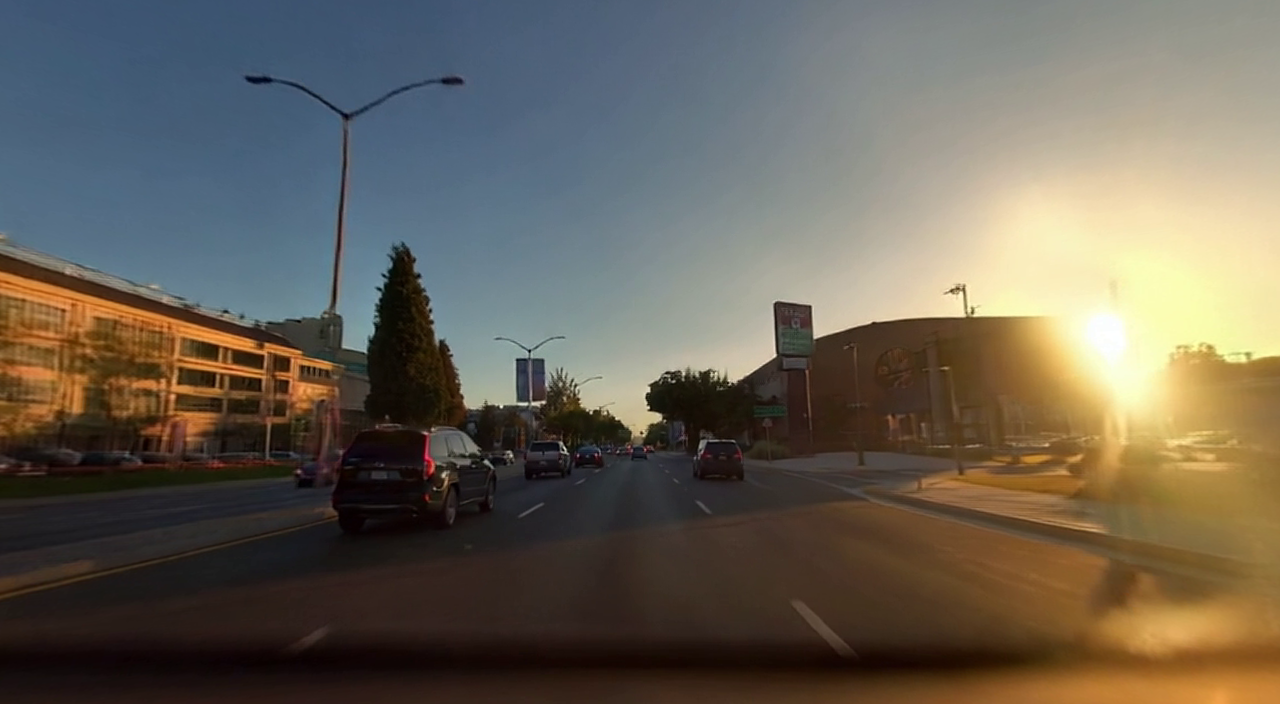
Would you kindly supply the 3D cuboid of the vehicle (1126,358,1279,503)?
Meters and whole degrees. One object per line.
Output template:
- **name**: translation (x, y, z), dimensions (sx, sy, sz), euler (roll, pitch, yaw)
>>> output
- **vehicle**: translation (15.753, 1.792, 14.287), dimensions (2.642, 3.252, 8.515), euler (0, -8, 1)

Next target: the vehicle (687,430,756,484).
- **vehicle**: translation (3.082, 4.081, 24.673), dimensions (2.024, 1.921, 4.431), euler (0, -9, -1)

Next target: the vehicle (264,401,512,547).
- **vehicle**: translation (-3.852, 1.982, 10.818), dimensions (2.210, 1.925, 4.838), euler (0, -9, 0)

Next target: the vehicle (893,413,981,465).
- **vehicle**: translation (21.745, 6.480, 46.426), dimensions (2.758, 3.509, 7.034), euler (0, -9, -2)

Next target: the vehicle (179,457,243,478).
- **vehicle**: translation (-31.164, 8.403, 45.650), dimensions (3.686, 1.382, 1.629), euler (6, -11, -36)

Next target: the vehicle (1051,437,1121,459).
- **vehicle**: translation (30.638, 6.613, 43.259), dimensions (1.735, 1.478, 4.040), euler (0, -9, -2)

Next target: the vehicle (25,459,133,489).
- **vehicle**: translation (-31.111, 6.734, 35.004), dimensions (4.266, 1.457, 1.832), euler (7, -11, -39)

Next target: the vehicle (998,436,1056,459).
- **vehicle**: translation (30.108, 7.450, 48.981), dimensions (1.830, 1.651, 3.967), euler (0, -8, -2)

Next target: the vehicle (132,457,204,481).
- **vehicle**: translation (-31.251, 7.732, 41.684), dimensions (3.607, 1.428, 1.639), euler (6, -10, -33)

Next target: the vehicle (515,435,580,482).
- **vehicle**: translation (-3.773, 4.424, 26.364), dimensions (2.014, 1.775, 4.404), euler (0, -9, 1)
